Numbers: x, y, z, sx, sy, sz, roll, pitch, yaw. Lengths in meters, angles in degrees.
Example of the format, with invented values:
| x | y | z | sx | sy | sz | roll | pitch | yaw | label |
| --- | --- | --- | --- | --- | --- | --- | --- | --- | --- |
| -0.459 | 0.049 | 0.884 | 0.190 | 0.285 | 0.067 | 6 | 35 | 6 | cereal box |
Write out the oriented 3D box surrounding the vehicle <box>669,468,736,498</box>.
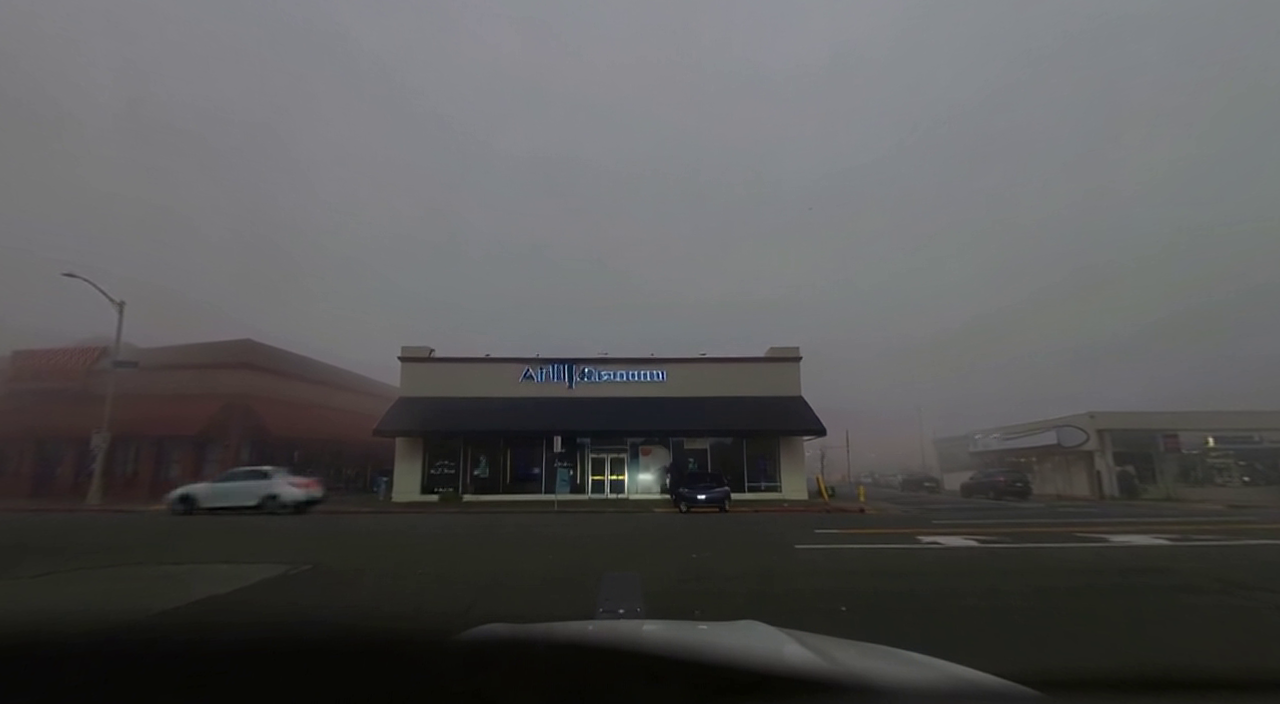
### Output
| x | y | z | sx | sy | sz | roll | pitch | yaw | label |
| --- | --- | --- | --- | --- | --- | --- | --- | --- | --- |
| 3.698 | 7.916 | 38.446 | 1.812 | 1.468 | 4.519 | 5 | -10 | -28 | vehicle |

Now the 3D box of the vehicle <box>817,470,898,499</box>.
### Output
| x | y | z | sx | sy | sz | roll | pitch | yaw | label |
| --- | --- | --- | --- | --- | --- | --- | --- | --- | --- |
| 13.077 | 7.973 | 38.255 | 1.791 | 1.453 | 4.593 | 5 | -10 | -29 | vehicle |

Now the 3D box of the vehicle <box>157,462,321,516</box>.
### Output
| x | y | z | sx | sy | sz | roll | pitch | yaw | label |
| --- | --- | --- | --- | --- | --- | --- | --- | --- | --- |
| -13.006 | 4.445 | 20.714 | 4.073 | 1.609 | 1.813 | 1 | -9 | -4 | vehicle |

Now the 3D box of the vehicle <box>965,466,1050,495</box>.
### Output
| x | y | z | sx | sy | sz | roll | pitch | yaw | label |
| --- | --- | --- | --- | --- | --- | --- | --- | --- | --- |
| 25.856 | 9.024 | 44.553 | 4.838 | 1.799 | 1.914 | -7 | -11 | 39 | vehicle |
